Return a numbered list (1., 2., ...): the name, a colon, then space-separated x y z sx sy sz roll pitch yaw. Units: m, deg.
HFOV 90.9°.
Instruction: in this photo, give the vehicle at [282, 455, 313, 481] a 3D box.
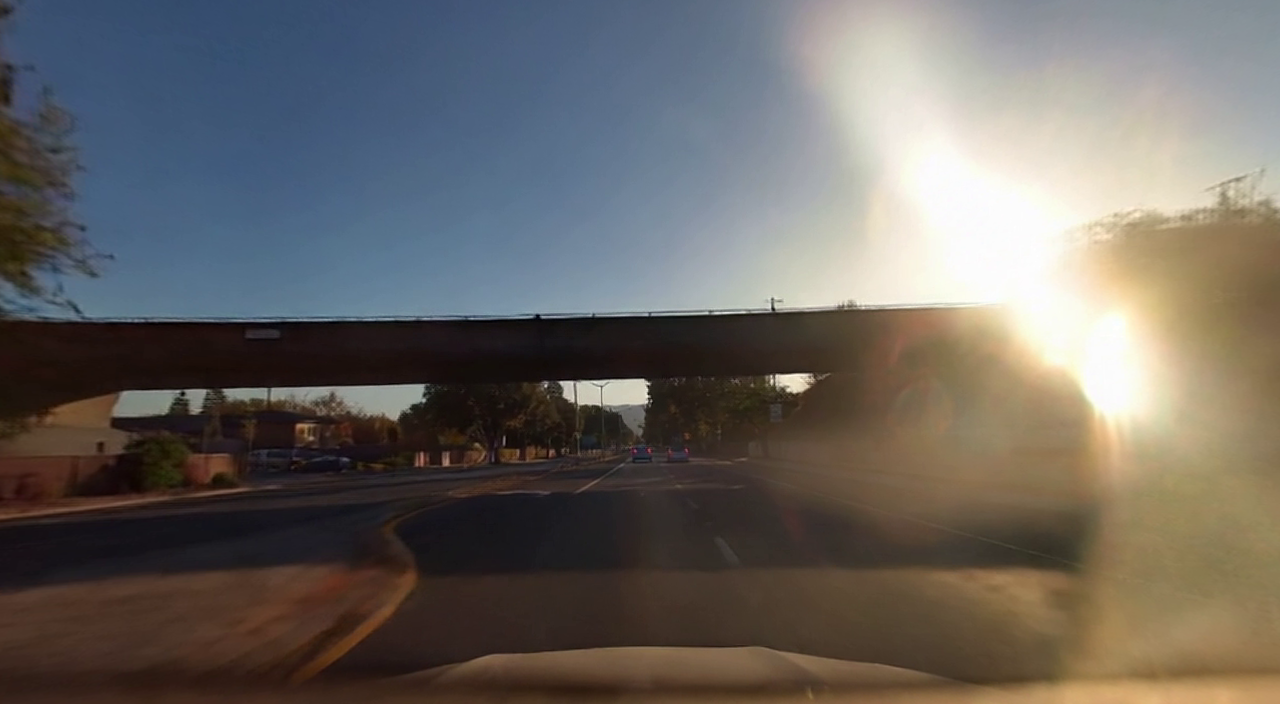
1. vehicle: -25.701 8.681 47.426 1.847 1.698 4.345 4 -9 -27
